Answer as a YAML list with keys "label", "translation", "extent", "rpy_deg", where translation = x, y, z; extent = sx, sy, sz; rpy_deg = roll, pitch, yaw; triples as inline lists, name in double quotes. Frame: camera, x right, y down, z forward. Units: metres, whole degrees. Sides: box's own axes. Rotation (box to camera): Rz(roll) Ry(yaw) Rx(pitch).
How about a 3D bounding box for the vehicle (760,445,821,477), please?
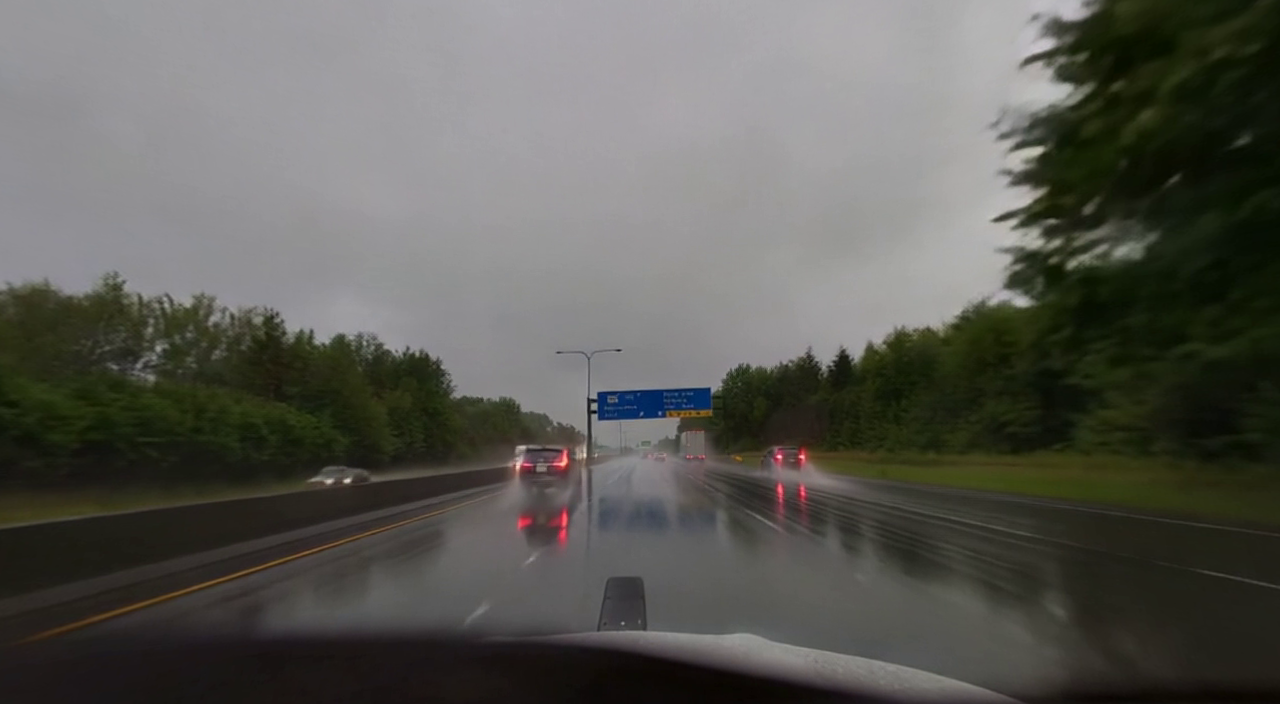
- label: "vehicle"
  translation: [7.628, 5.567, 32.426]
  extent: [1.943, 1.493, 4.507]
  rpy_deg: [0, -9, -1]

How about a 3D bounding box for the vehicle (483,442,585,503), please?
- label: "vehicle"
  translation: [-2.935, 3.465, 18.512]
  extent: [2.191, 1.563, 4.318]
  rpy_deg: [0, -9, 1]

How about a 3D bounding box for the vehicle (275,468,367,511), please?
- label: "vehicle"
  translation: [-11.862, 5.106, 23.674]
  extent: [1.628, 1.353, 3.499]
  rpy_deg: [0, -9, 0]
